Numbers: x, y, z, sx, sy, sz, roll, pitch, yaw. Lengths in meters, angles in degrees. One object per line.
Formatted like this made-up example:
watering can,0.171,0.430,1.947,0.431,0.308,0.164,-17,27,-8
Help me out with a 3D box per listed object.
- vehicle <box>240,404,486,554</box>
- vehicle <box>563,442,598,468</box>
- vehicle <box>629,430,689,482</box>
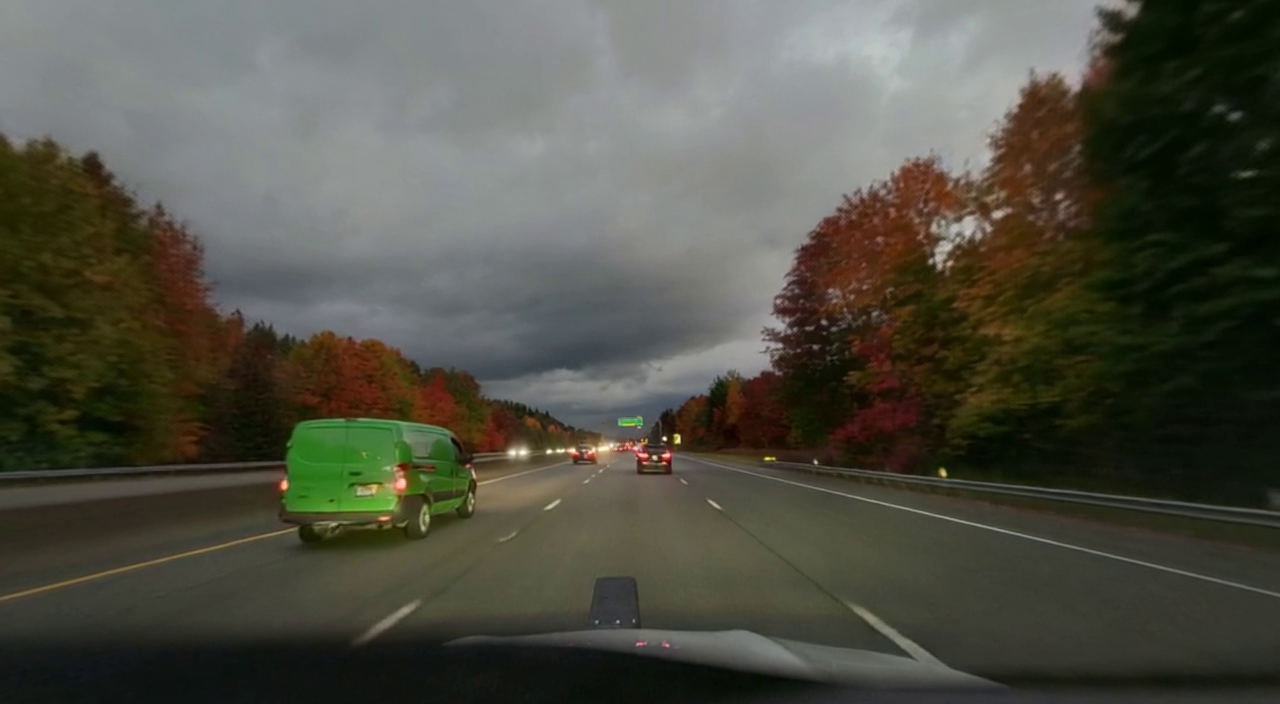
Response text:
vehicle,-3.848,1.846,9.629,2.021,1.790,3.907,0,-9,-1
vehicle,-4.082,7.201,43.955,2.088,1.688,4.365,0,-9,-1
vehicle,0.661,4.297,26.075,2.179,1.930,4.538,0,-9,-2
